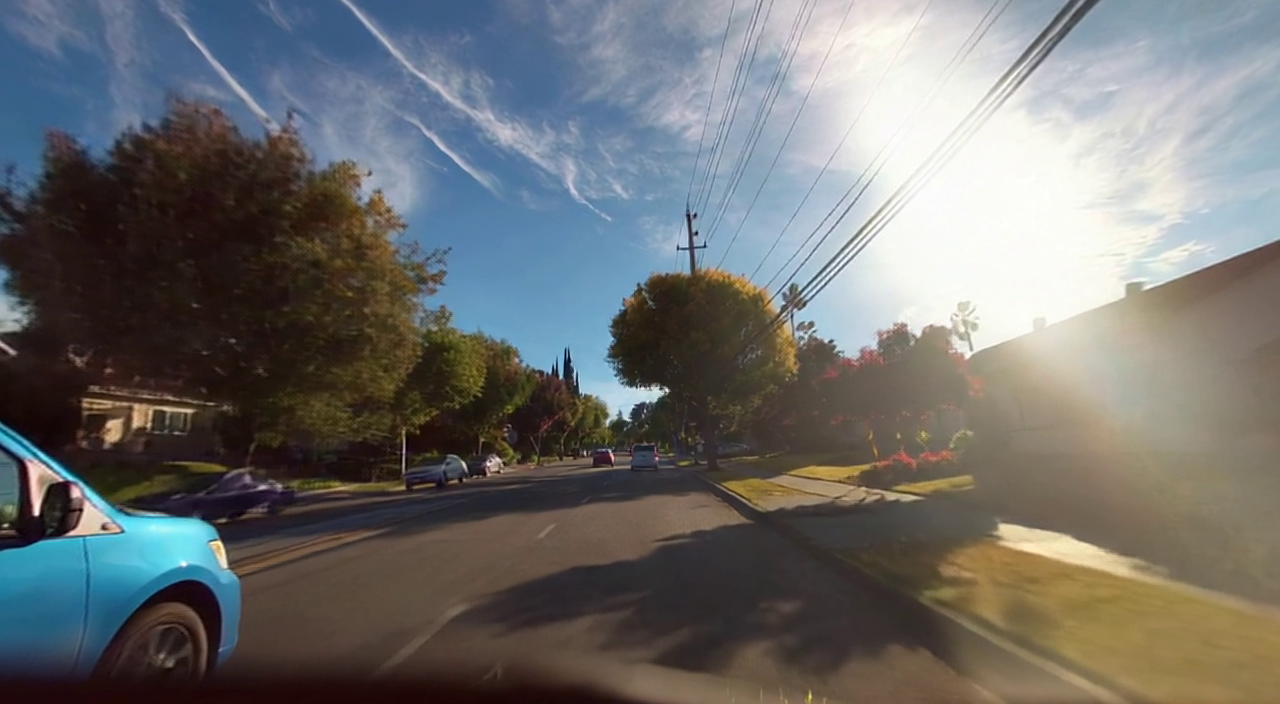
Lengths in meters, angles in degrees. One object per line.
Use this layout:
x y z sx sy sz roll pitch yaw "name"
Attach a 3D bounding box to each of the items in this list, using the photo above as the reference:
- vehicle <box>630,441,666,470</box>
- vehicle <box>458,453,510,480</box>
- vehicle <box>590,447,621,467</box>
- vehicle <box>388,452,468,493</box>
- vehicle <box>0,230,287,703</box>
0.505 6.417 39.268 2.120 1.718 3.909 0 -9 1 "vehicle"
-9.623 7.080 39.189 2.005 1.471 4.330 0 -9 2 "vehicle"
-2.565 8.034 48.397 1.968 1.472 4.489 0 -9 2 "vehicle"
-9.608 5.468 28.942 2.068 1.480 4.641 -5 -9 0 "vehicle"
-3.502 0.464 1.063 2.336 2.152 5.866 0 -9 1 "vehicle"
